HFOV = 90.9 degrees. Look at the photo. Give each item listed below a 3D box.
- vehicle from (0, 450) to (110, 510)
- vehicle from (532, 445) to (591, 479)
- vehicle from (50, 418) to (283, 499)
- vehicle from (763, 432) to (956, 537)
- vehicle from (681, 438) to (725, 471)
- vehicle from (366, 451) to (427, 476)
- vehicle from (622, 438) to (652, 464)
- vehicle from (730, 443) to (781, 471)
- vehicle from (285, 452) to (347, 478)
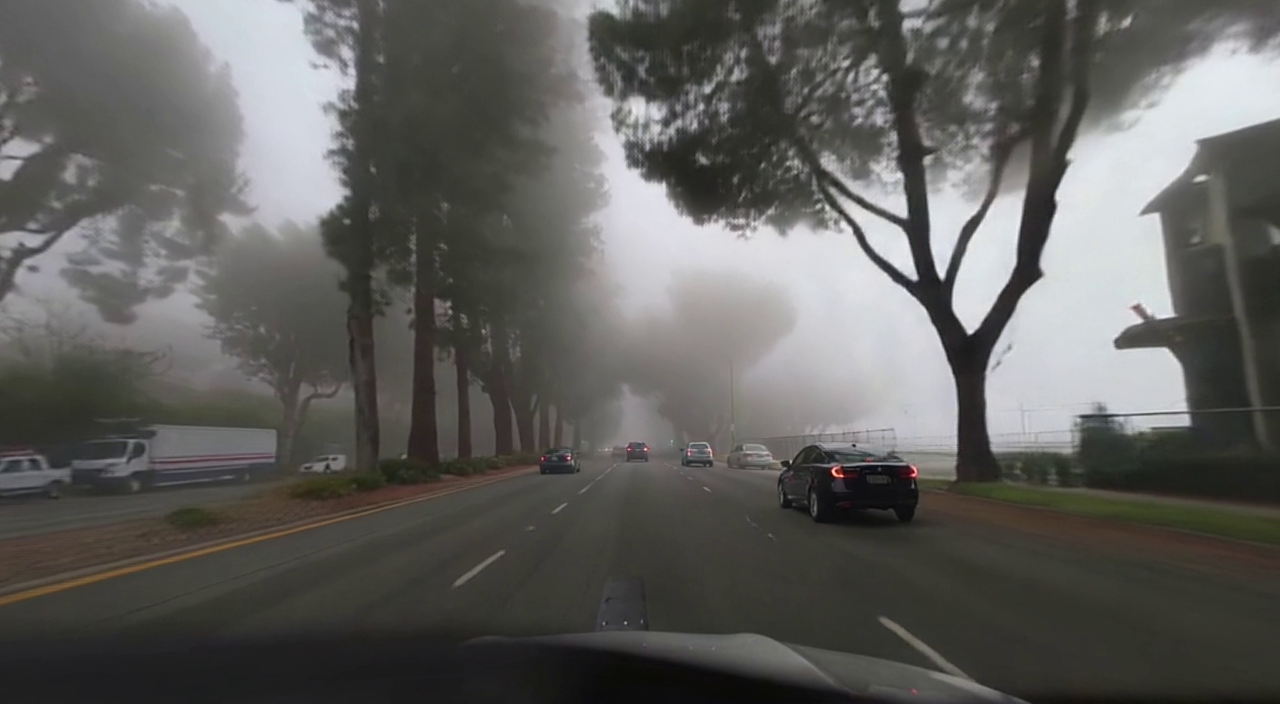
[{"bbox_3d":[-22.382,4.554,22.525,2.159,1.908,5.564,-2,-8,-1],"label":"vehicle"},{"bbox_3d":[-3.258,4.645,26.922,2.013,1.354,3.908,0,-8,0],"label":"vehicle"},{"bbox_3d":[-22.487,5.164,31.370,2.816,3.267,11.356,0,-8,0],"label":"vehicle"},{"bbox_3d":[3.613,2.239,11.327,1.919,1.502,4.232,0,-8,0],"label":"vehicle"},{"bbox_3d":[3.449,5.720,35.298,1.980,1.709,4.367,0,-8,-1],"label":"vehicle"},{"bbox_3d":[-15.679,7.167,40.891,2.046,1.482,4.697,0,-8,0],"label":"vehicle"},{"bbox_3d":[-0.277,7.816,49.836,2.247,1.882,4.603,0,-8,-1],"label":"vehicle"},{"bbox_3d":[6.818,6.227,37.661,2.040,1.509,4.618,0,-8,-2],"label":"vehicle"},{"bbox_3d":[-22.718,7.932,44.433,1.976,1.697,4.738,0,-8,-2],"label":"vehicle"}]
